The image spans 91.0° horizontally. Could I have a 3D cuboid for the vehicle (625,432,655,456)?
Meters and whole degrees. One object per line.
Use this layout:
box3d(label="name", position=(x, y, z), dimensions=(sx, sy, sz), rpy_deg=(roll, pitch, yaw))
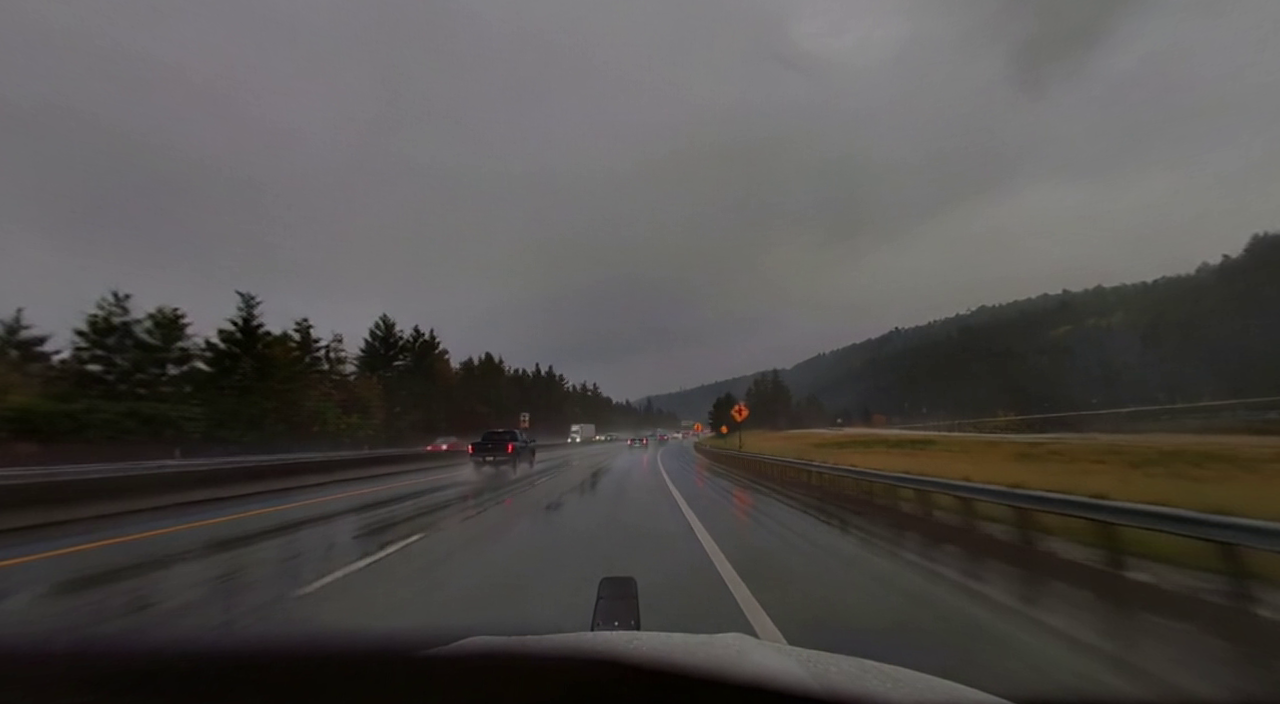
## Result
box3d(label="vehicle", position=(-0.016, 6.841, 46.941), dimensions=(2.146, 1.636, 4.026), rpy_deg=(0, -8, -1))

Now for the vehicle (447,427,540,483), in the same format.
box3d(label="vehicle", position=(-4.811, 3.453, 21.364), dimensions=(2.075, 1.653, 4.317), rpy_deg=(-1, -8, 1))
